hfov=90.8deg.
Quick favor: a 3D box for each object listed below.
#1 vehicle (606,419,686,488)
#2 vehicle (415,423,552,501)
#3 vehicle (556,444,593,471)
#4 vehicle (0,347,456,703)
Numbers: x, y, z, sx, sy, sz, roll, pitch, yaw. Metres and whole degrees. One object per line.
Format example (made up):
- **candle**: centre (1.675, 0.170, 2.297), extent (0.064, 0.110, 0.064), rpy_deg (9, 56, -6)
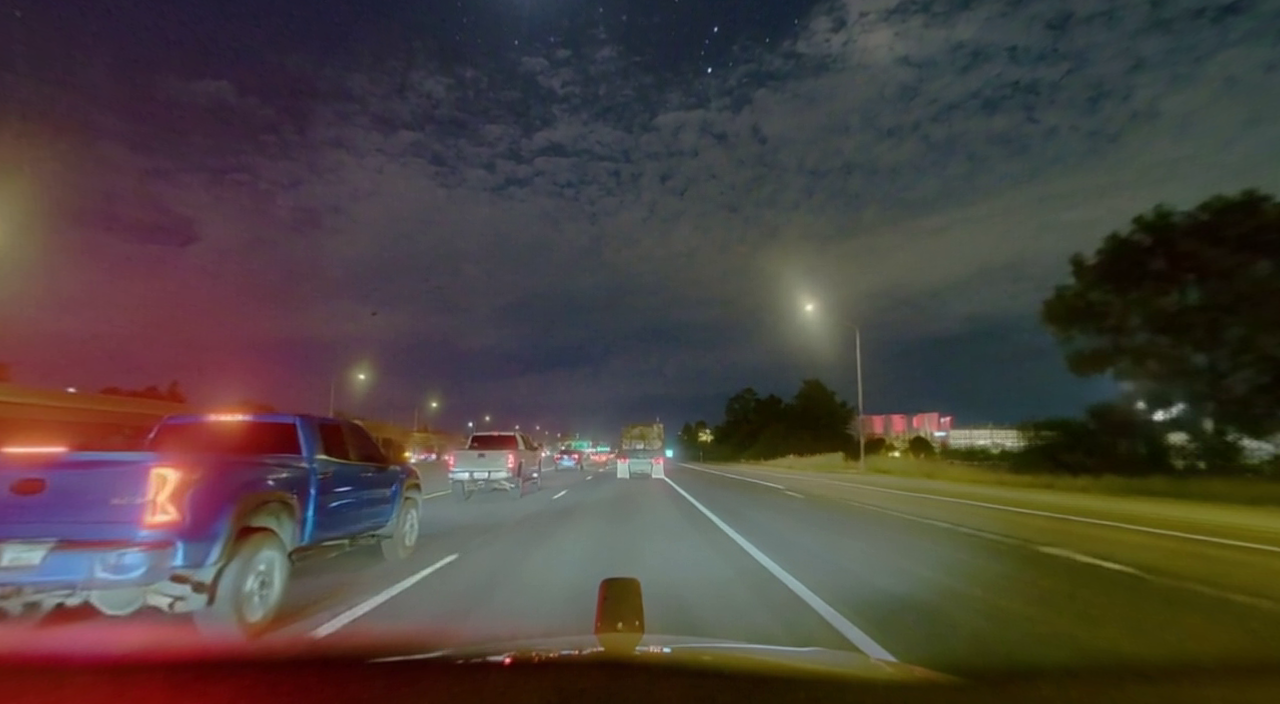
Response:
- **vehicle**: centre (0.081, 4.246, 26.741), extent (2.886, 2.471, 7.692), rpy_deg (0, -8, -2)
- **vehicle**: centre (-4.379, 3.221, 18.987), extent (2.575, 1.958, 5.730), rpy_deg (0, -9, 1)
- **vehicle**: centre (-4.895, 7.989, 48.072), extent (2.329, 1.859, 4.823), rpy_deg (0, -9, 0)
- **vehicle**: centre (-3.587, 1.261, 5.658), extent (2.303, 1.835, 5.044), rpy_deg (0, -8, 0)
